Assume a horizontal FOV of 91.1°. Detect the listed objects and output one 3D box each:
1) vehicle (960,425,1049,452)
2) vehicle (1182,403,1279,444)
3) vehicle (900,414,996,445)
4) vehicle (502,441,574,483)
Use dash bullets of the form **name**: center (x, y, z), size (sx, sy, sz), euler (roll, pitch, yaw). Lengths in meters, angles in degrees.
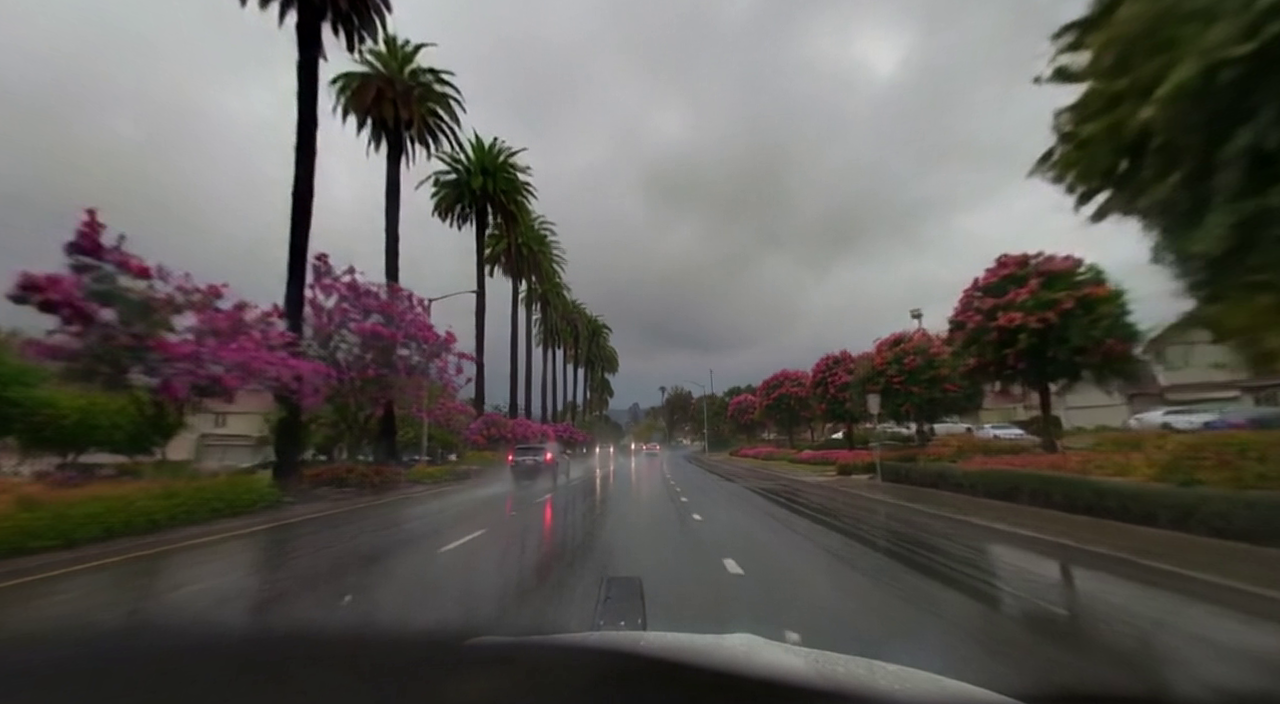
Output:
- **vehicle**: center (21.669, 5.144, 37.470), size (4.168, 1.489, 1.768), euler (0, -7, 5)
- **vehicle**: center (24.693, 2.879, 25.205), size (3.956, 1.565, 1.886), euler (-1, -8, 4)
- **vehicle**: center (21.416, 5.445, 43.840), size (5.458, 2.044, 2.299), euler (0, -9, -2)
- **vehicle**: center (-3.910, 4.307, 24.845), size (2.036, 1.478, 4.508), euler (0, -9, 1)
